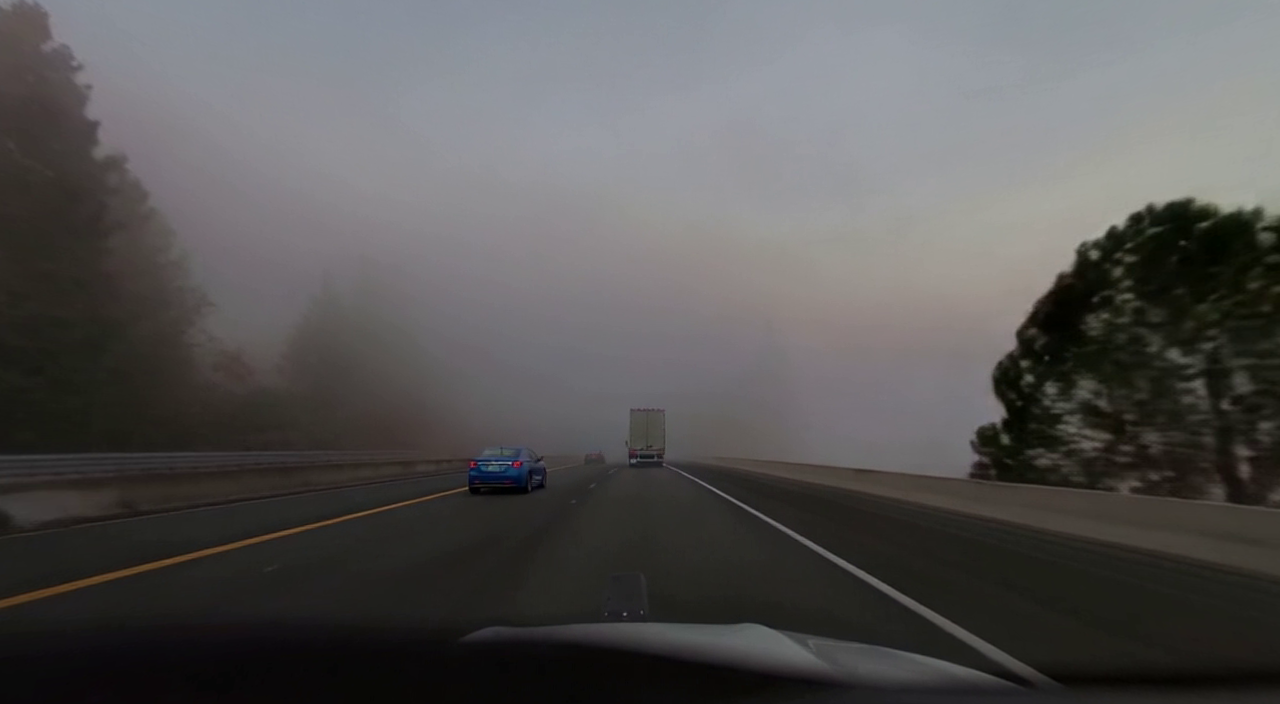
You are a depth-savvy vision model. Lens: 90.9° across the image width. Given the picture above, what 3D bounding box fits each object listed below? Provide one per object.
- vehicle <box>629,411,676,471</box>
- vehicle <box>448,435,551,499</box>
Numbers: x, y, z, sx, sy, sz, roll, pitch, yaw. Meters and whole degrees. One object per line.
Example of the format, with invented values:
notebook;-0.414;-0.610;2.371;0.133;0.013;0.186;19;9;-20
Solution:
vehicle;0.680;6.197;43.425;2.893;3.628;9.081;0;-9;-1
vehicle;-3.853;3.234;18.044;1.977;1.602;3.944;0;-9;1
